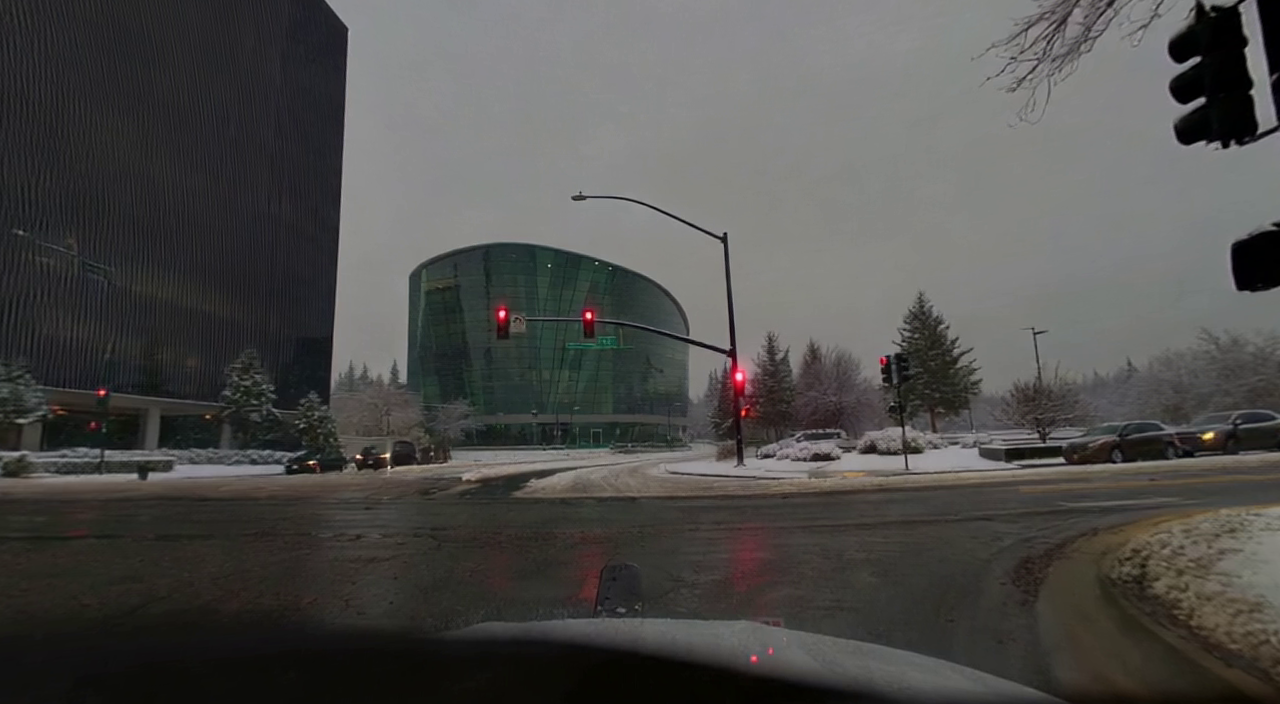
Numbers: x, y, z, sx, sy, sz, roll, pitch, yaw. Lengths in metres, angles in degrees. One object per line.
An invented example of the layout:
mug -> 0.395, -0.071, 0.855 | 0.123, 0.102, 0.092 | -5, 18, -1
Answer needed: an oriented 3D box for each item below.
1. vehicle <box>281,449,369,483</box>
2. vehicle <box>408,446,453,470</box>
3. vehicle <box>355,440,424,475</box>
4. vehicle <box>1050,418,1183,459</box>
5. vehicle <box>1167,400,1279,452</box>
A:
vehicle -> -14.808, 5.347, 29.898 | 1.790, 1.437, 4.349 | 0, -9, 2
vehicle -> -15.157, 7.669, 45.750 | 1.932, 1.605, 4.146 | 1, -9, -2
vehicle -> -14.888, 6.298, 37.729 | 2.091, 1.915, 5.040 | 0, -9, -1
vehicle -> 19.066, 3.526, 25.504 | 1.834, 1.480, 4.458 | 0, -9, -1
vehicle -> 24.404, 3.023, 25.197 | 2.109, 1.836, 5.080 | -2, -10, -1
